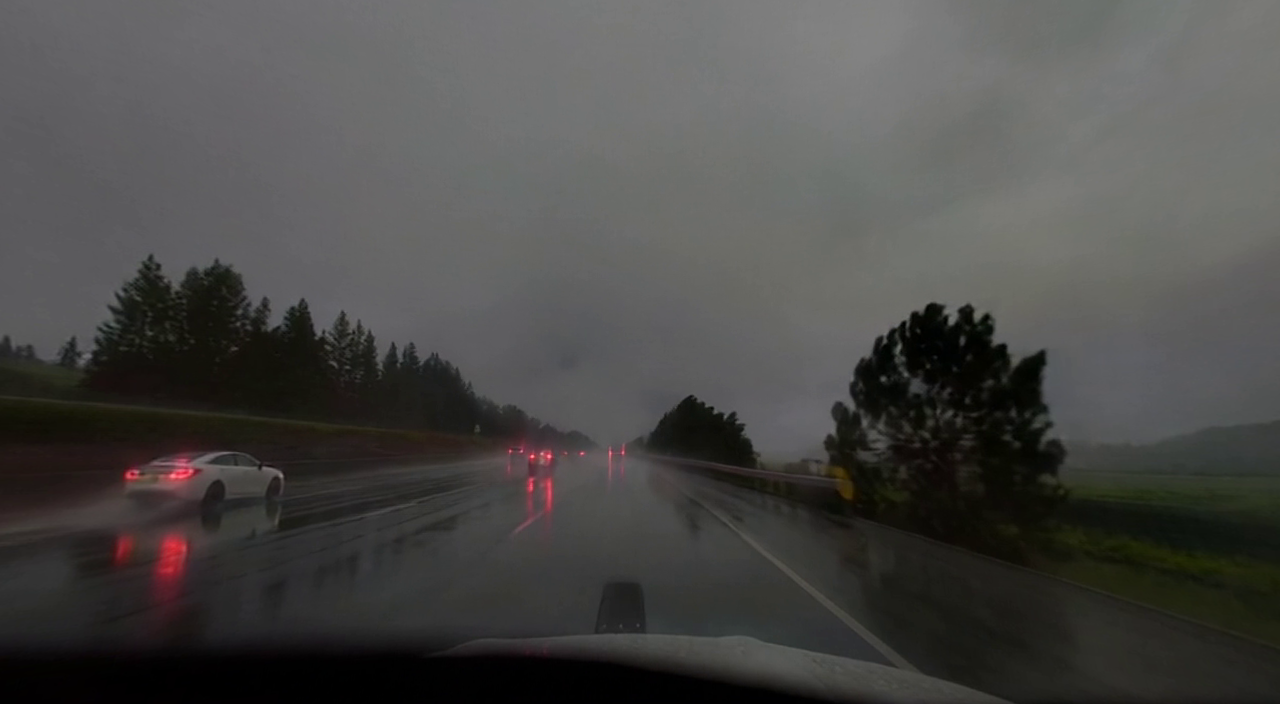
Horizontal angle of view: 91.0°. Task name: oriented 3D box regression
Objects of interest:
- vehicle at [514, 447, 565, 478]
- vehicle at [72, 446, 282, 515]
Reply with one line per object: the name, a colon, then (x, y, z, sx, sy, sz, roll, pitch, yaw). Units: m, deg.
vehicle: (-5.074, 5.612, 32.264, 2.120, 1.458, 4.031, 0, -9, -3)
vehicle: (-11.498, 3.178, 16.179, 1.960, 1.487, 4.593, 0, -9, -1)
